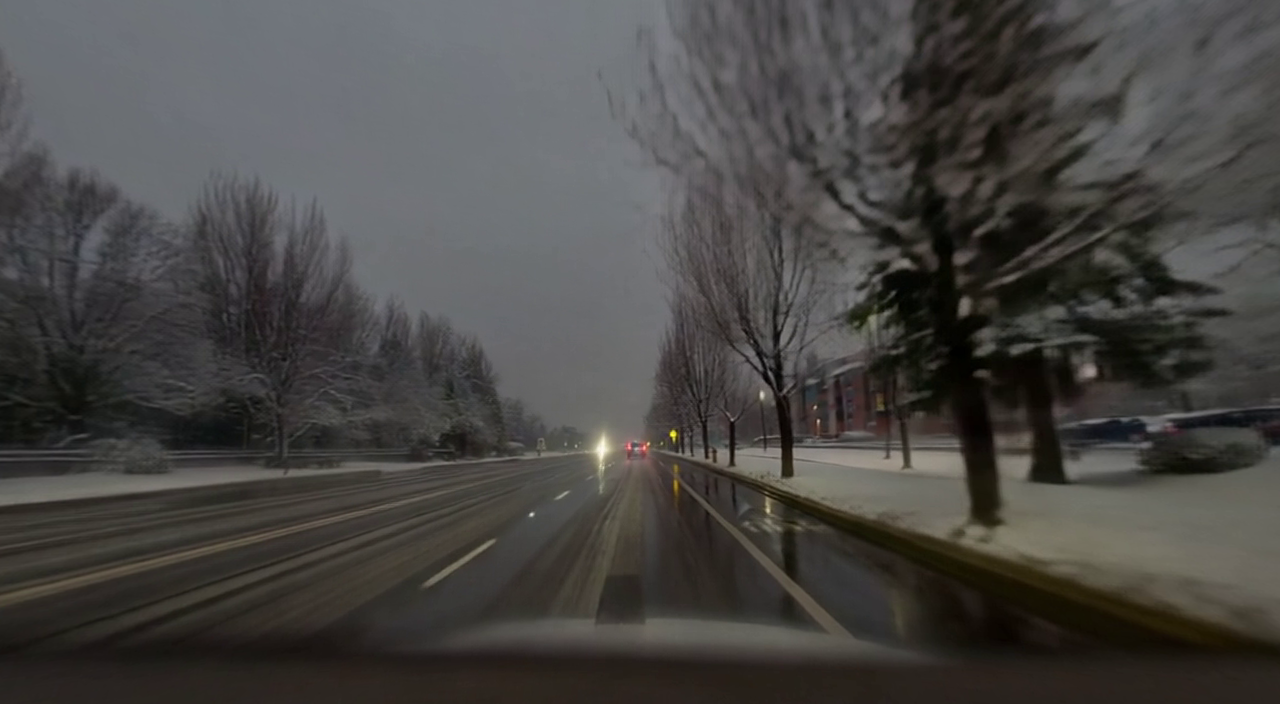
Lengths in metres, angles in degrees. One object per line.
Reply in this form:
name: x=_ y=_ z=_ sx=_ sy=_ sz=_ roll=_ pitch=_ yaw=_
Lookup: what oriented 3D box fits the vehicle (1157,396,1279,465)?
vehicle: x=46.434 y=5.307 z=44.415 sx=17.270 sy=4.436 sz=2.904 roll=-2 pitch=-6 yaw=0
